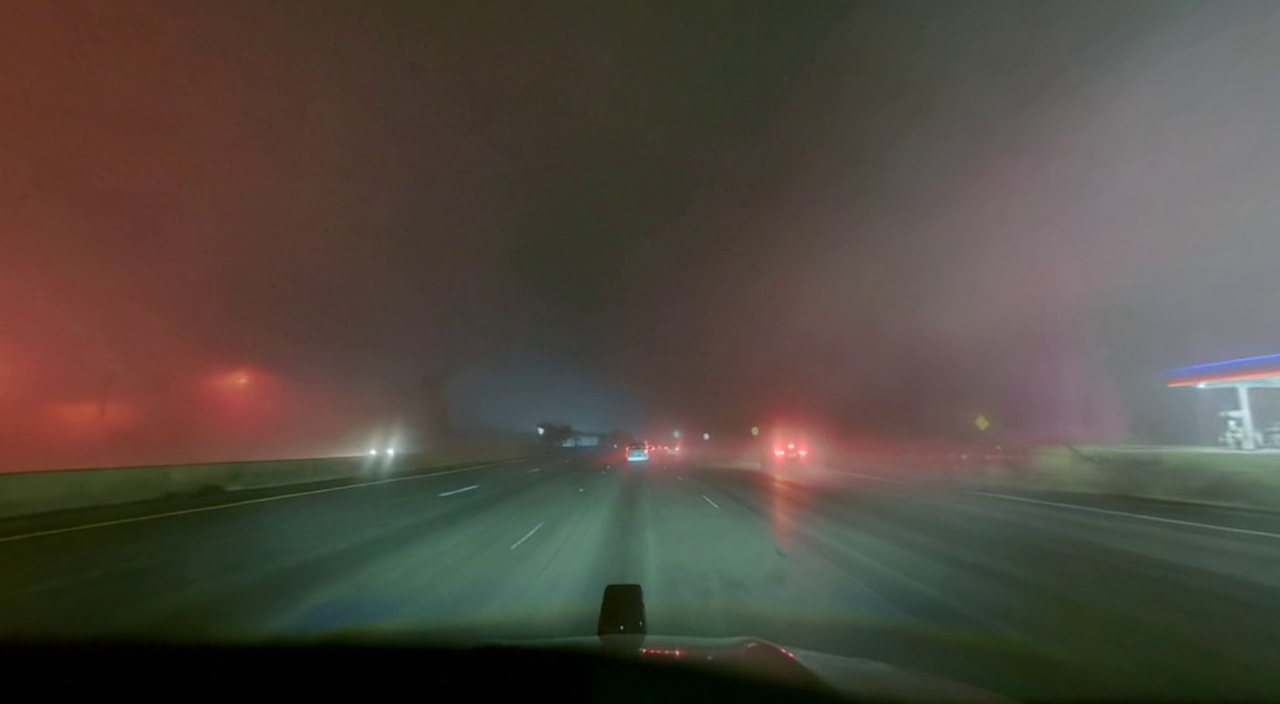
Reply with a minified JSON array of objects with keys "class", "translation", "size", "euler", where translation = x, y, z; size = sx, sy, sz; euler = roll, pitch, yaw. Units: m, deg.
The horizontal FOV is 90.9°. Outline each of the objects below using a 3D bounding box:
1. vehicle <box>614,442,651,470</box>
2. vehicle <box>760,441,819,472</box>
[{"class":"vehicle","translation":[-0.453,5.912,36.175],"size":[1.999,1.473,4.351],"euler":[0,-8,-1]},{"class":"vehicle","translation":[7.503,5.296,32.146],"size":[1.867,1.463,4.295],"euler":[0,-8,-1]}]
